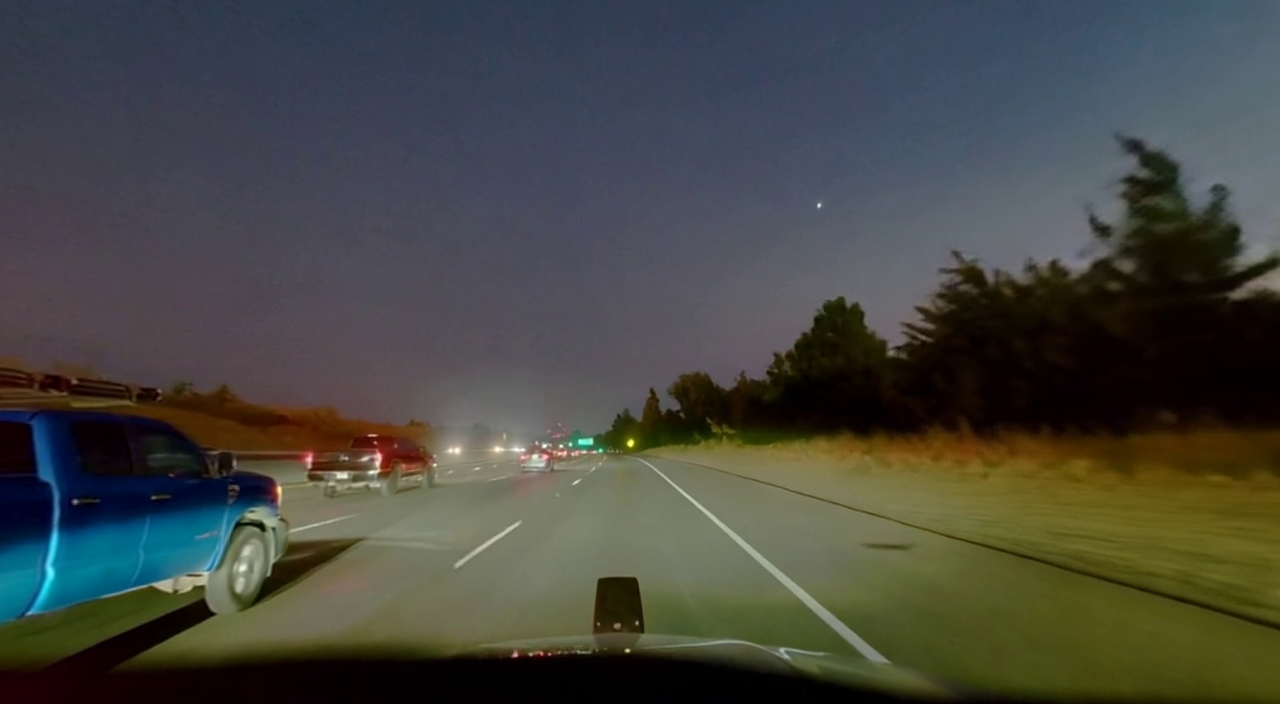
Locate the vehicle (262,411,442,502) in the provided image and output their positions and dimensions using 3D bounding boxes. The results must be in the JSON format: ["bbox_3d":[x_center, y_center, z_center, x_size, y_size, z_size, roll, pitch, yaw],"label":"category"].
[{"bbox_3d":[-8.215,3.105,18.967,2.594,2.254,6.028,0,-9,-1],"label":"vehicle"}]

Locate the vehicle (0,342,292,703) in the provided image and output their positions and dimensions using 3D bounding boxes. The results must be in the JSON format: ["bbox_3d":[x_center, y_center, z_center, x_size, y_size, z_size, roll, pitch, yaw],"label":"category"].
[{"bbox_3d":[-4.057,0.831,2.687,2.200,1.807,5.041,0,-9,1],"label":"vehicle"}]

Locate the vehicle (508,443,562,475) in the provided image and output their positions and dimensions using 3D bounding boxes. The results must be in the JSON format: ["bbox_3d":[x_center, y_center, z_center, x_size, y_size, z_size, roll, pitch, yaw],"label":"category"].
[{"bbox_3d":[-5.240,5.419,32.078,2.012,1.509,4.359,0,-9,0],"label":"vehicle"}]
